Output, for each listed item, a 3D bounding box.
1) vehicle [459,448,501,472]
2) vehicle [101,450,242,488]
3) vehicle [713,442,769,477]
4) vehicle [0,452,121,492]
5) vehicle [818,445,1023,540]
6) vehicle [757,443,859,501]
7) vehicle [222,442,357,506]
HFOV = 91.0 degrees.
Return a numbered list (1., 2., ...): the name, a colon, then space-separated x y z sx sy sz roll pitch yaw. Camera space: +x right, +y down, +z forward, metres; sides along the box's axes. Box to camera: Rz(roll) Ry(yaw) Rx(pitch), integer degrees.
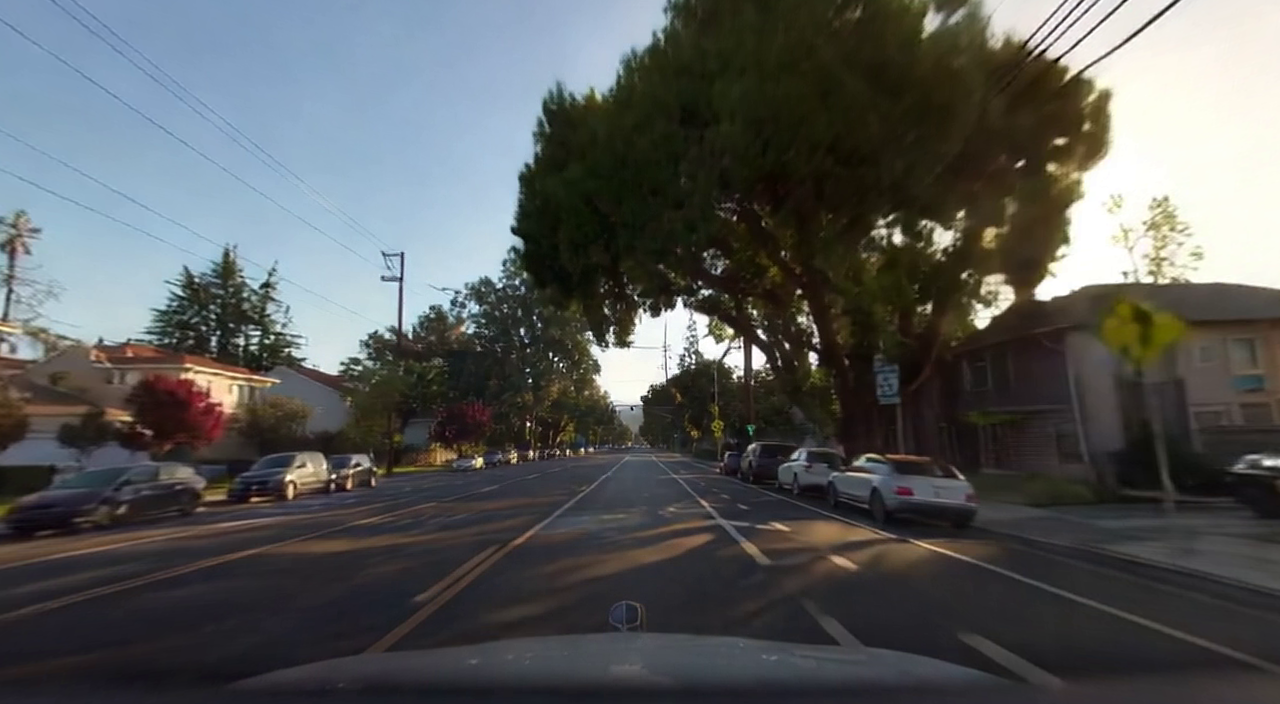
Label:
1. vehicle: -12.030 8.185 47.584 1.907 1.612 4.594 -3 -10 1
2. vehicle: -20.761 5.177 28.069 4.601 1.613 2.030 0 -9 -1
3. vehicle: 5.130 5.541 32.670 2.009 1.649 5.156 0 -9 0
4. vehicle: -24.291 4.880 25.674 4.450 1.519 1.927 0 -9 0
5. vehicle: 5.048 2.542 12.118 1.924 1.471 4.259 0 -9 -1
6. vehicle: 4.953 3.578 19.233 1.978 1.529 4.357 0 -9 1
7. vehicle: -12.074 4.197 22.143 2.116 1.875 4.675 -3 -9 -1
